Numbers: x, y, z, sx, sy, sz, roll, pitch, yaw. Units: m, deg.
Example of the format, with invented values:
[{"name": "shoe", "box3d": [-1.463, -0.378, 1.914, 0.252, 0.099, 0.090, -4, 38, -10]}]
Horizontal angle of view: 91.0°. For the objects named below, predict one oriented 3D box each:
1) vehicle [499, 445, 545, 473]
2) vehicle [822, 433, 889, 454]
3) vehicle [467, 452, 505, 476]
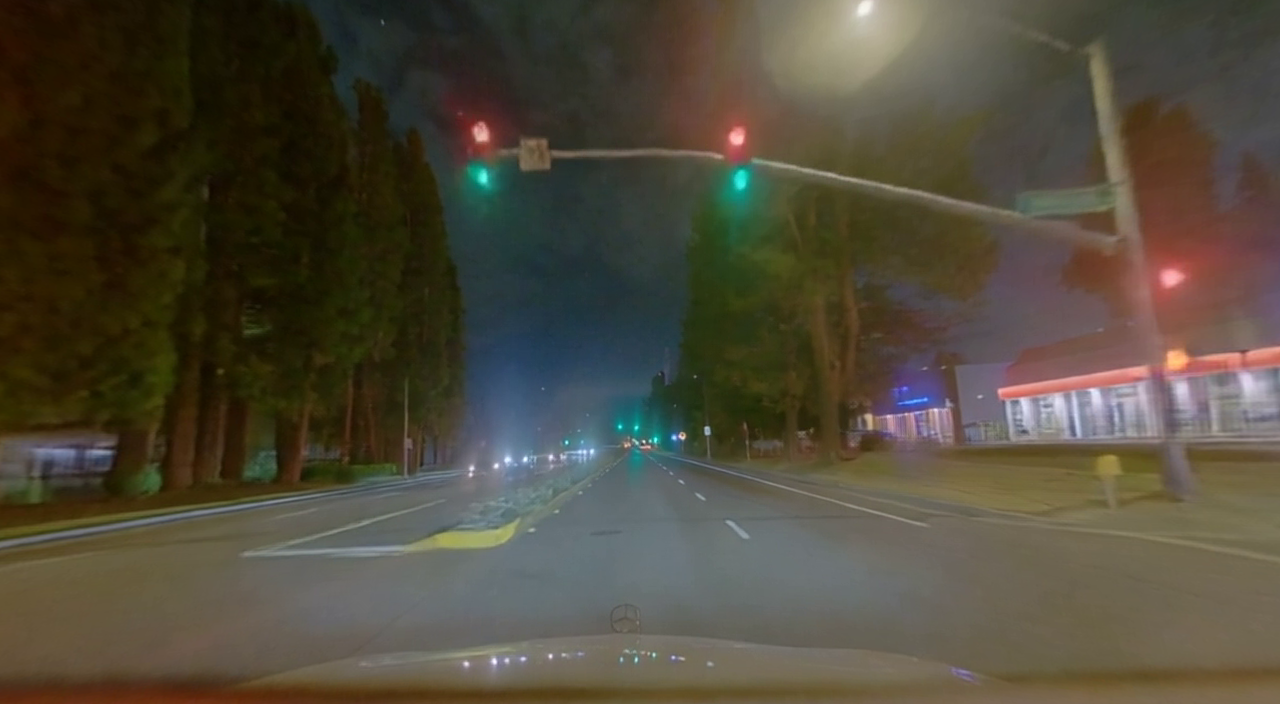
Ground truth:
[{"name": "vehicle", "box3d": [-7.928, 7.201, 42.611, 2.129, 1.649, 4.647, -4, -8, 0]}, {"name": "vehicle", "box3d": [16.176, 6.883, 47.458, 4.241, 1.472, 2.066, 0, -8, -3]}, {"name": "vehicle", "box3d": [-10.937, 7.962, 44.916, 1.688, 1.419, 3.783, -4, -8, 0]}]
